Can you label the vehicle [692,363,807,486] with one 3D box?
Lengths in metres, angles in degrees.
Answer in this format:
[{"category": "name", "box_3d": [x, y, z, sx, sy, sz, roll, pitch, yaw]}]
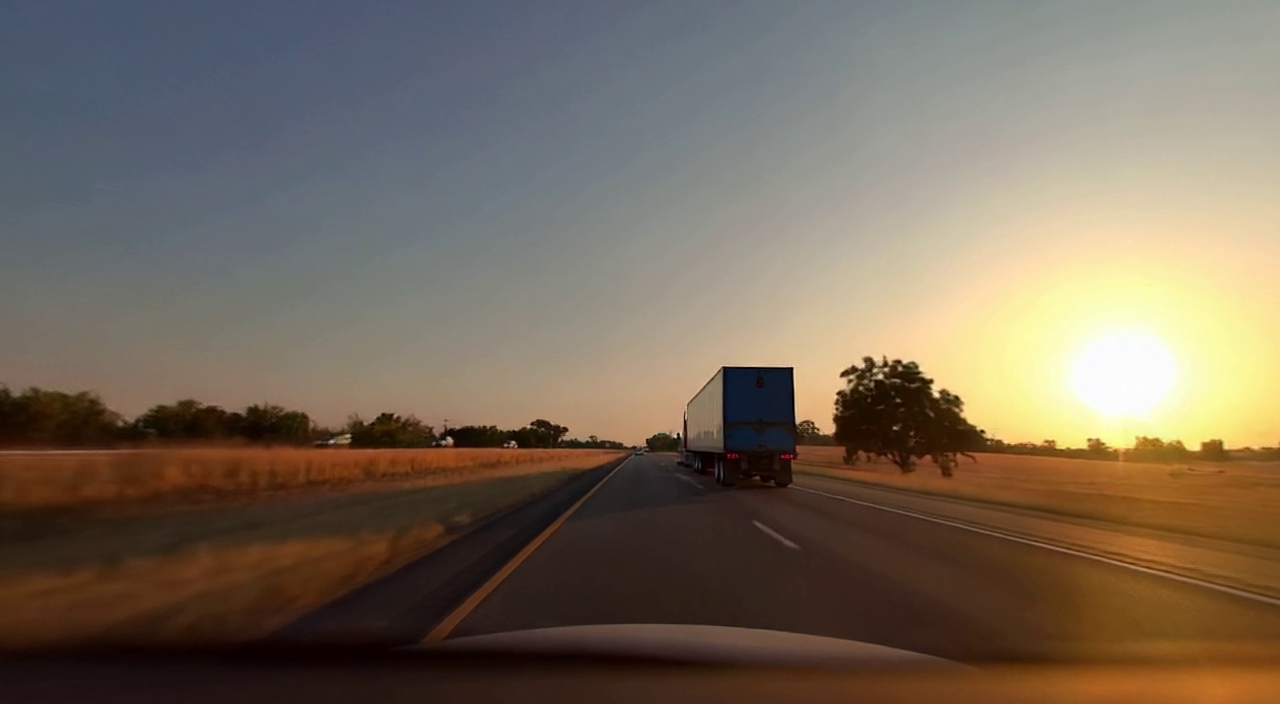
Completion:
[{"category": "vehicle", "box_3d": [4.240, 3.446, 27.955, 2.818, 4.206, 12.987, 0, -9, 0]}]
